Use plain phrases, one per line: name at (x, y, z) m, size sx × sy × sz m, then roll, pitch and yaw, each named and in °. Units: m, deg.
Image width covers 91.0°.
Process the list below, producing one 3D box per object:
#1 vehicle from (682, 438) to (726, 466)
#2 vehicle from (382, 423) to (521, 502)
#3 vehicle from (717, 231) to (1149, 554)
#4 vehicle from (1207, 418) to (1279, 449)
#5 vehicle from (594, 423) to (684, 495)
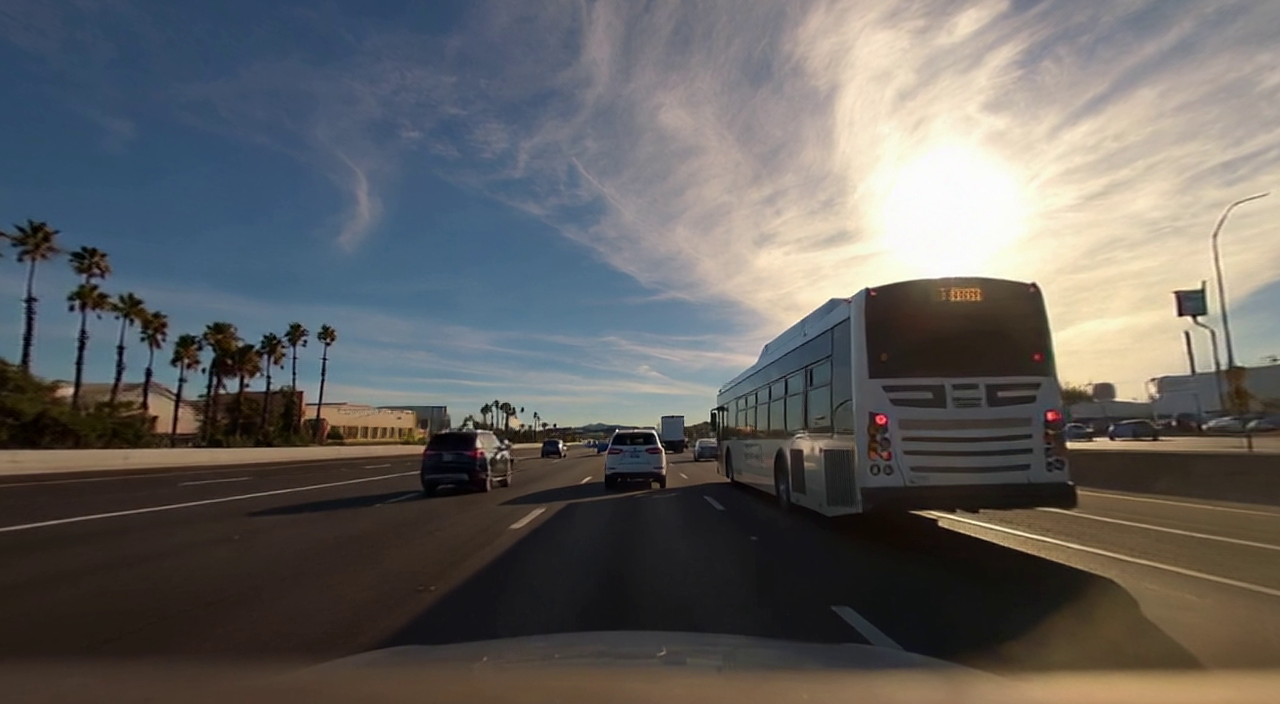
vehicle at (3.774, 5.992, 37.830) m, size 2.039 × 1.516 × 4.521 m, roll 0°, pitch -9°, yaw -2°
vehicle at (-4.704, 2.847, 16.583) m, size 2.100 × 1.765 × 4.743 m, roll 0°, pitch -9°, yaw 1°
vehicle at (4.043, 1.461, 14.119) m, size 3.020 × 3.622 × 14.302 m, roll 0°, pitch -9°, yaw 1°
vehicle at (32.134, 4.274, 32.726) m, size 1.795 × 1.481 × 3.986 m, roll -1°, pitch -9°, yaw 4°
vehicle at (0.014, 3.036, 18.103) m, size 2.268 × 1.796 × 4.280 m, roll 0°, pitch -9°, yaw 1°
